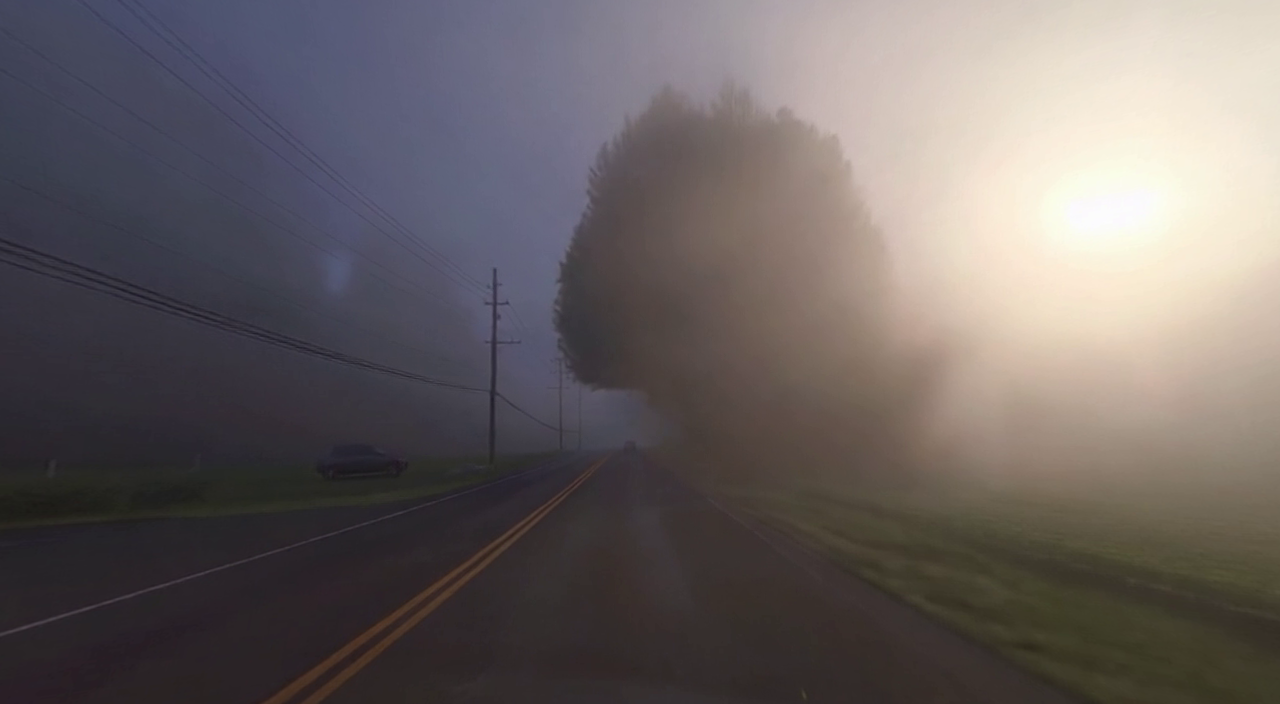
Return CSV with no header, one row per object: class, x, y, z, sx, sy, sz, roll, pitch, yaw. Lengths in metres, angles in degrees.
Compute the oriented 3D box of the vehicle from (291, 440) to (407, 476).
vehicle,-14.905,5.451,32.476,4.894,1.774,2.150,0,-8,1
